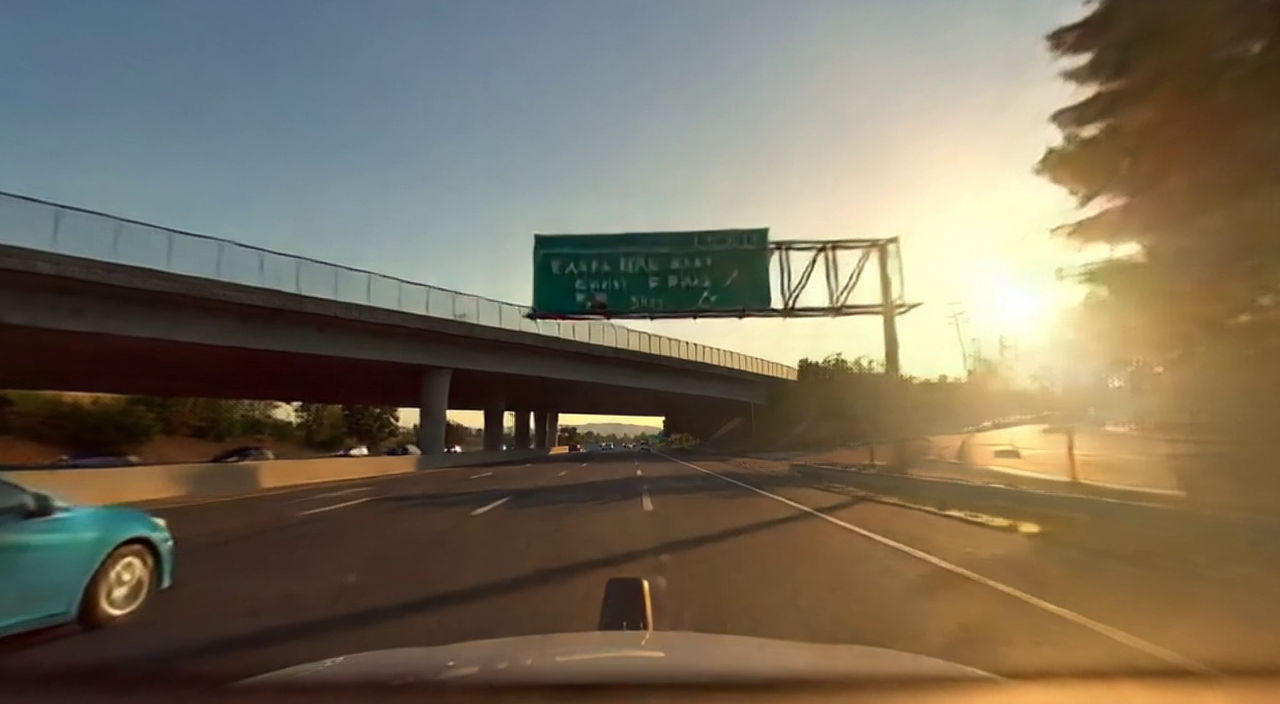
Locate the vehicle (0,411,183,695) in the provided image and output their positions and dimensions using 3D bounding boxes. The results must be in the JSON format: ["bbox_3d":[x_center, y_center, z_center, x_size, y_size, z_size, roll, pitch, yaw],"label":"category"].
[{"bbox_3d":[-4.567,0.956,2.494,2.105,1.551,4.602,0,-9,-1],"label":"vehicle"}]
